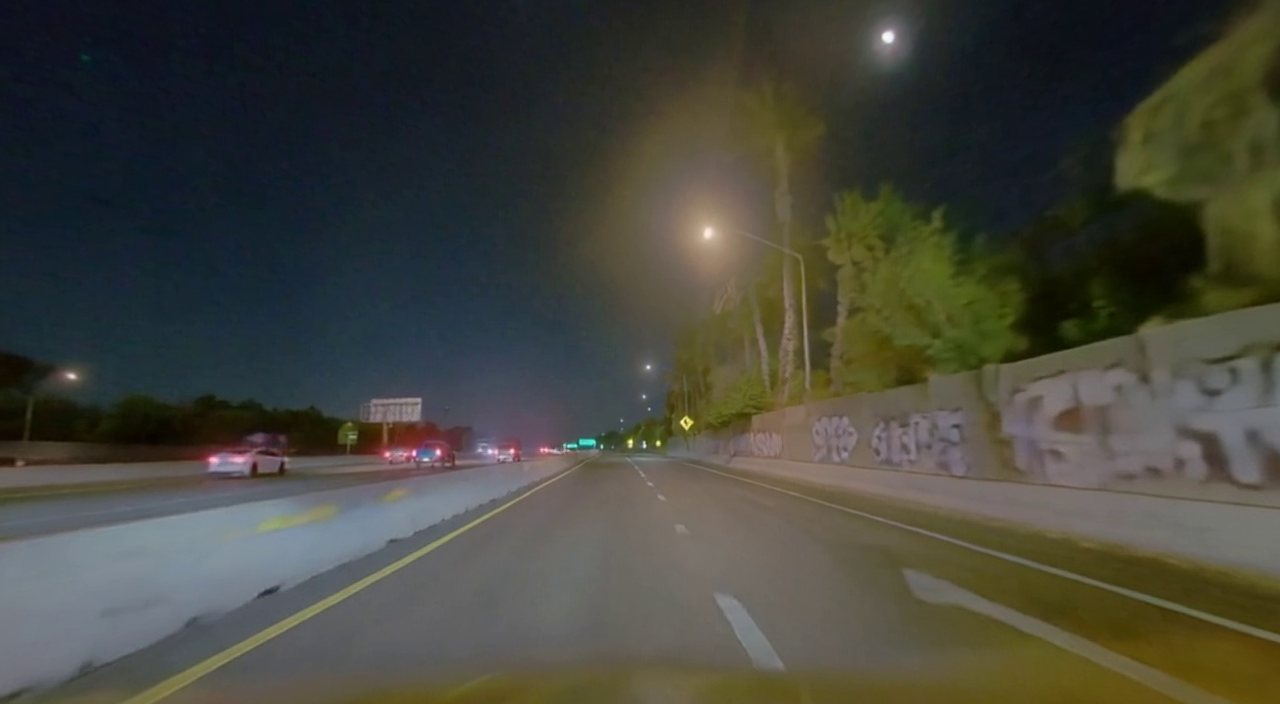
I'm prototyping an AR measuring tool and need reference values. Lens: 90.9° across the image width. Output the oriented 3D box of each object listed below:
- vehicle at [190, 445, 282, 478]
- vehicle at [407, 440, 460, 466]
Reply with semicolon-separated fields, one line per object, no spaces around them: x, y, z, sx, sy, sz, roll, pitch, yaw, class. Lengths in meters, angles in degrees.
-23.663;6.392;37.216;2.158;1.795;5.013;0;-8;-1;vehicle
-15.989;7.835;49.168;2.272;1.882;5.941;0;-9;-1;vehicle
